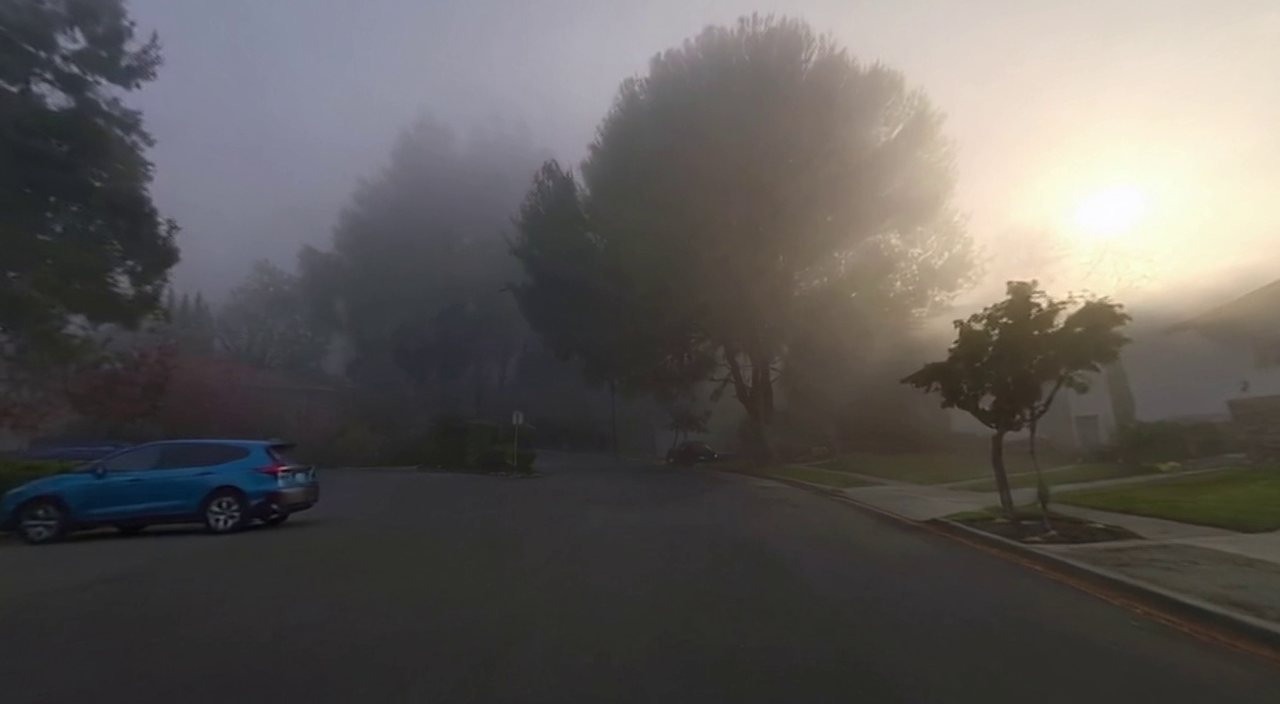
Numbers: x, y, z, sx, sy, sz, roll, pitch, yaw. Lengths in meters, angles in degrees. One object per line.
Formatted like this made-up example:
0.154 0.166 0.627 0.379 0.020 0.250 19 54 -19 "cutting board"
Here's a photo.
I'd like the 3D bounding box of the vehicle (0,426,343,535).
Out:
-7.918 2.140 10.808 4.692 1.660 1.879 0 -9 -1 "vehicle"
